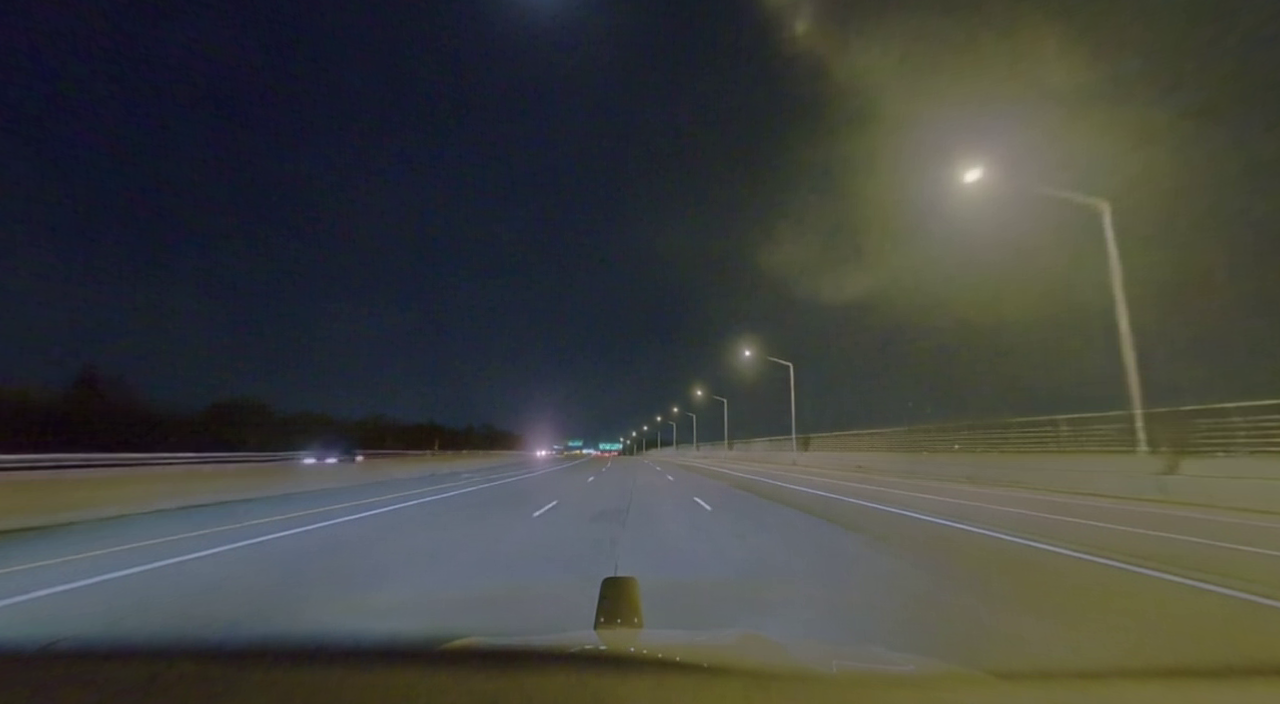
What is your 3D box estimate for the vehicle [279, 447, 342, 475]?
[{"bbox_3d":[-18.392,6.097,35.271,1.652,1.440,3.500,0,-9,-1],"label":"vehicle"}]
